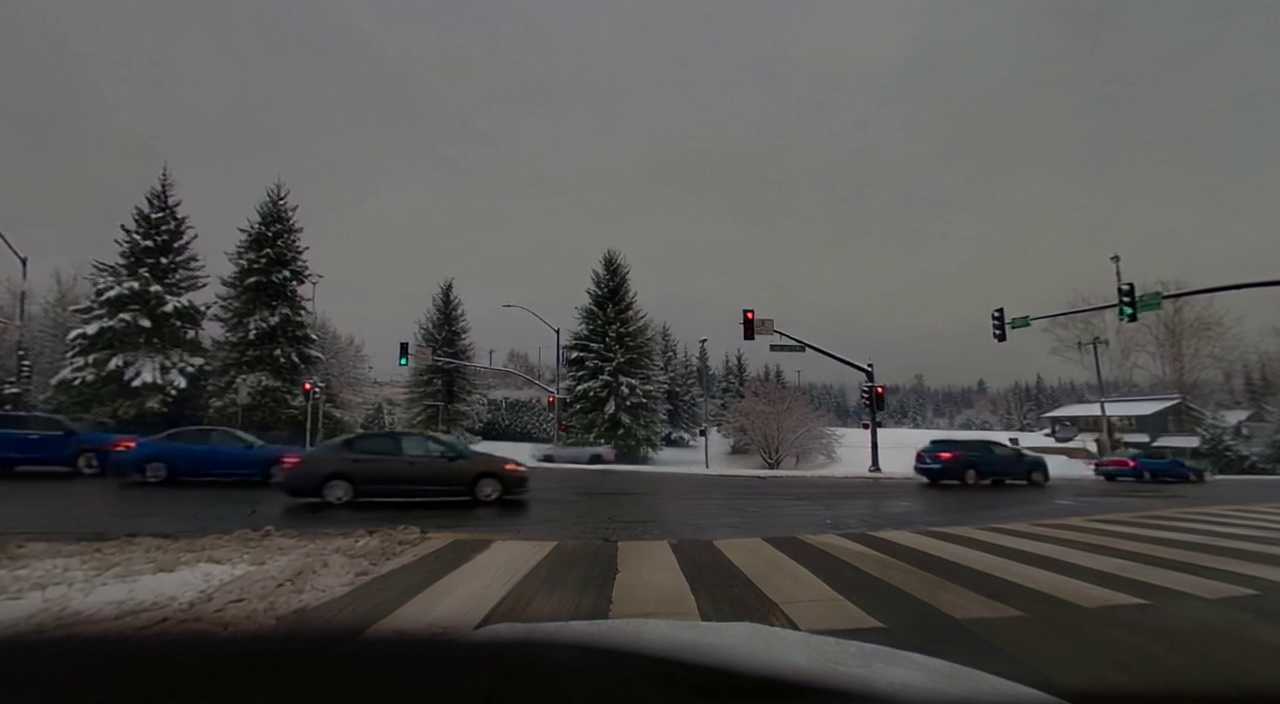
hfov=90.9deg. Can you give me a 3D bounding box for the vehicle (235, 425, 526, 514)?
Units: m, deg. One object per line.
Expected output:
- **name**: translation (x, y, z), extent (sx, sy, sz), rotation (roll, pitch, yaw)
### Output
- **vehicle**: translation (-4.891, 2.264, 12.565), extent (4.952, 1.511, 1.855), rotation (2, -9, -17)

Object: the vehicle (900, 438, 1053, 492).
- **vehicle**: translation (11.673, 3.864, 21.942), extent (4.626, 1.710, 1.891), rotation (2, -9, -17)

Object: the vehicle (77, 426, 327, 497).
- **vehicle**: translation (-10.145, 2.562, 15.079), extent (4.475, 1.496, 1.861), rotation (3, -9, -18)

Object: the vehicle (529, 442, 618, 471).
- **vehicle**: translation (-3.571, 5.547, 33.777), extent (4.431, 1.464, 1.812), rotation (3, -9, -19)

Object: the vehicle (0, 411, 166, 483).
- **vehicle**: translation (-16.023, 2.545, 16.975), extent (4.708, 1.810, 1.986), rotation (3, -9, -19)

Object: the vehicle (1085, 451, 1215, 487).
- **vehicle**: translation (23.399, 5.340, 28.953), extent (5.203, 1.488, 1.907), rotation (2, -9, -17)
